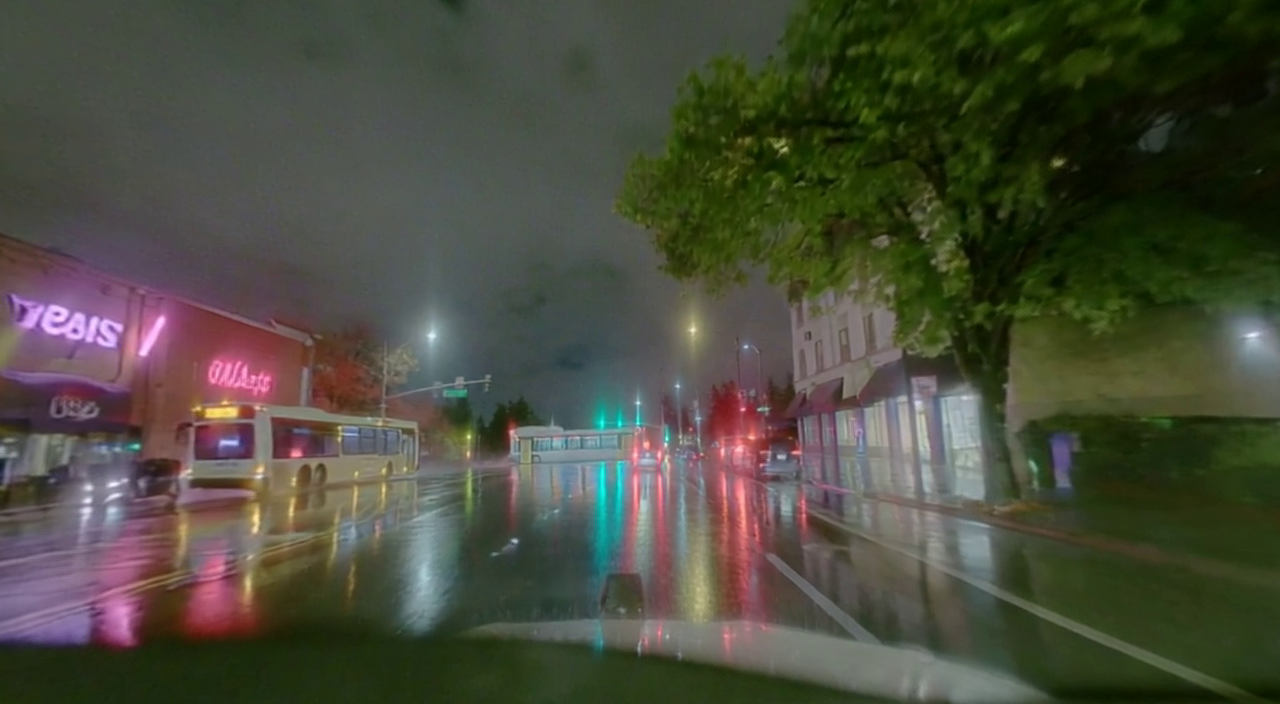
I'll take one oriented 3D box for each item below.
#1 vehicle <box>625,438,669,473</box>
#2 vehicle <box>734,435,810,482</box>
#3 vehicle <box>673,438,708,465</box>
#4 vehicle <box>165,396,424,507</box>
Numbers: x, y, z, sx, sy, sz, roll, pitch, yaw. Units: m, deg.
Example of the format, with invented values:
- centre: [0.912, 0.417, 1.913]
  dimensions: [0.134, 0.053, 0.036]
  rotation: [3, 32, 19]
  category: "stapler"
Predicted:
- centre: [0.283, 5.383, 32.950]
  dimensions: [2.089, 1.699, 4.650]
  rotation: [0, -9, -2]
  category: "vehicle"
- centre: [5.118, 4.186, 25.069]
  dimensions: [2.014, 1.681, 4.332]
  rotation: [0, -9, -1]
  category: "vehicle"
- centre: [3.355, 6.728, 42.635]
  dimensions: [2.222, 1.688, 3.952]
  rotation: [0, -9, 3]
  category: "vehicle"
- centre: [-12.682, 3.956, 25.515]
  dimensions: [3.356, 3.365, 12.460]
  rotation: [0, -9, 1]
  category: "vehicle"
